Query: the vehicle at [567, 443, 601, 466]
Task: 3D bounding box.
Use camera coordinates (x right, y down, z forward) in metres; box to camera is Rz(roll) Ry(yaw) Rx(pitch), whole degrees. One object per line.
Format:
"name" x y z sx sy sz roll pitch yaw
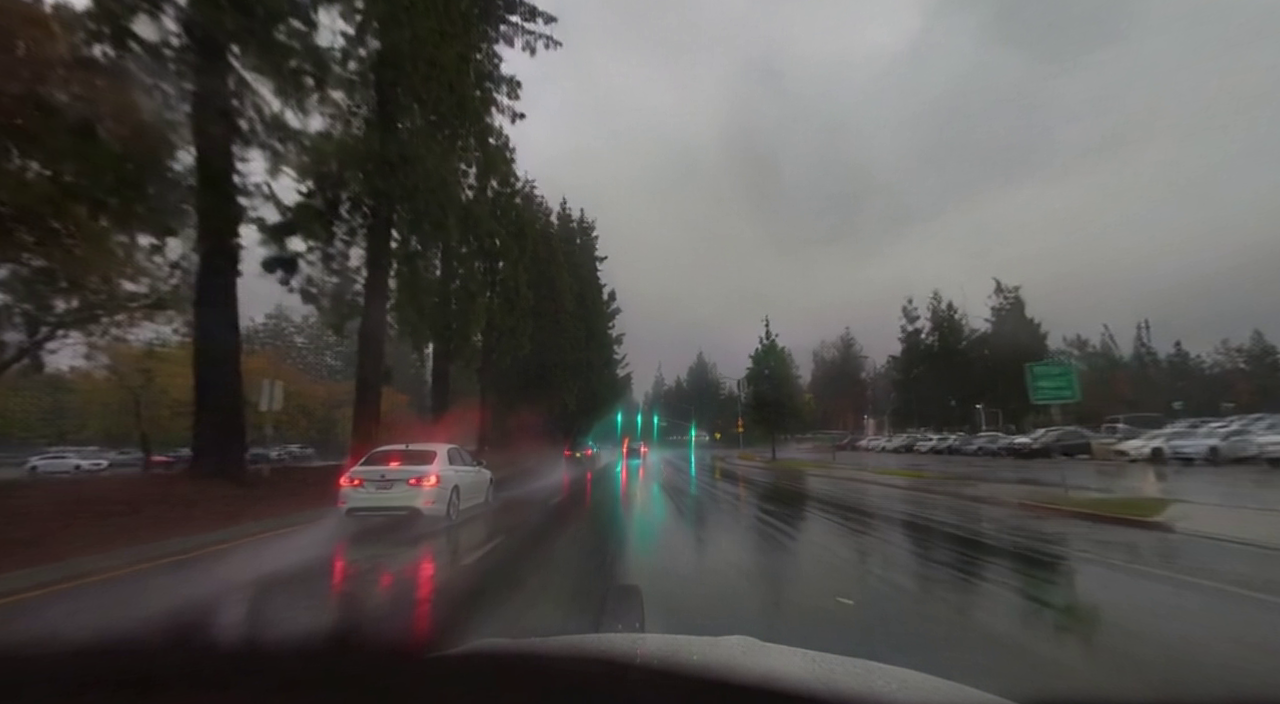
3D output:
"vehicle" -4.060 7.501 46.359 2.103 1.592 4.160 0 -9 0

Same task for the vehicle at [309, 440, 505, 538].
"vehicle" -3.893 2.345 11.523 1.905 1.418 4.396 0 -9 0

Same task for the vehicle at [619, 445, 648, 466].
"vehicle" -0.476 7.535 46.016 1.991 1.431 4.199 0 -9 -1
